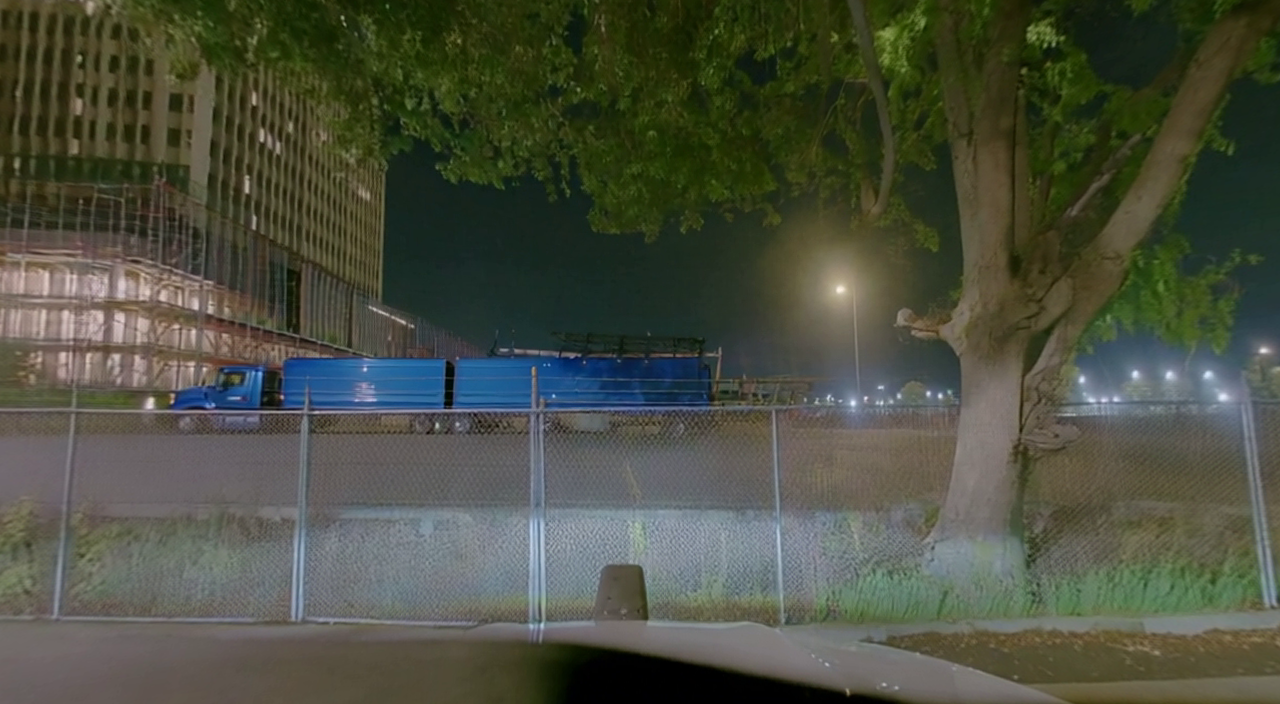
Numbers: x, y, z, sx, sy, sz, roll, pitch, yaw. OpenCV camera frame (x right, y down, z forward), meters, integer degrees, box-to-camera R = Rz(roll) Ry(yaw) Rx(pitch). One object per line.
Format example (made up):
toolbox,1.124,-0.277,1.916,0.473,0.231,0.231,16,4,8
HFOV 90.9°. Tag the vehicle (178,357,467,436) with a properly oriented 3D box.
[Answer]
vehicle,-17.166,2.615,35.226,14.067,4.099,2.832,1,-9,-7
